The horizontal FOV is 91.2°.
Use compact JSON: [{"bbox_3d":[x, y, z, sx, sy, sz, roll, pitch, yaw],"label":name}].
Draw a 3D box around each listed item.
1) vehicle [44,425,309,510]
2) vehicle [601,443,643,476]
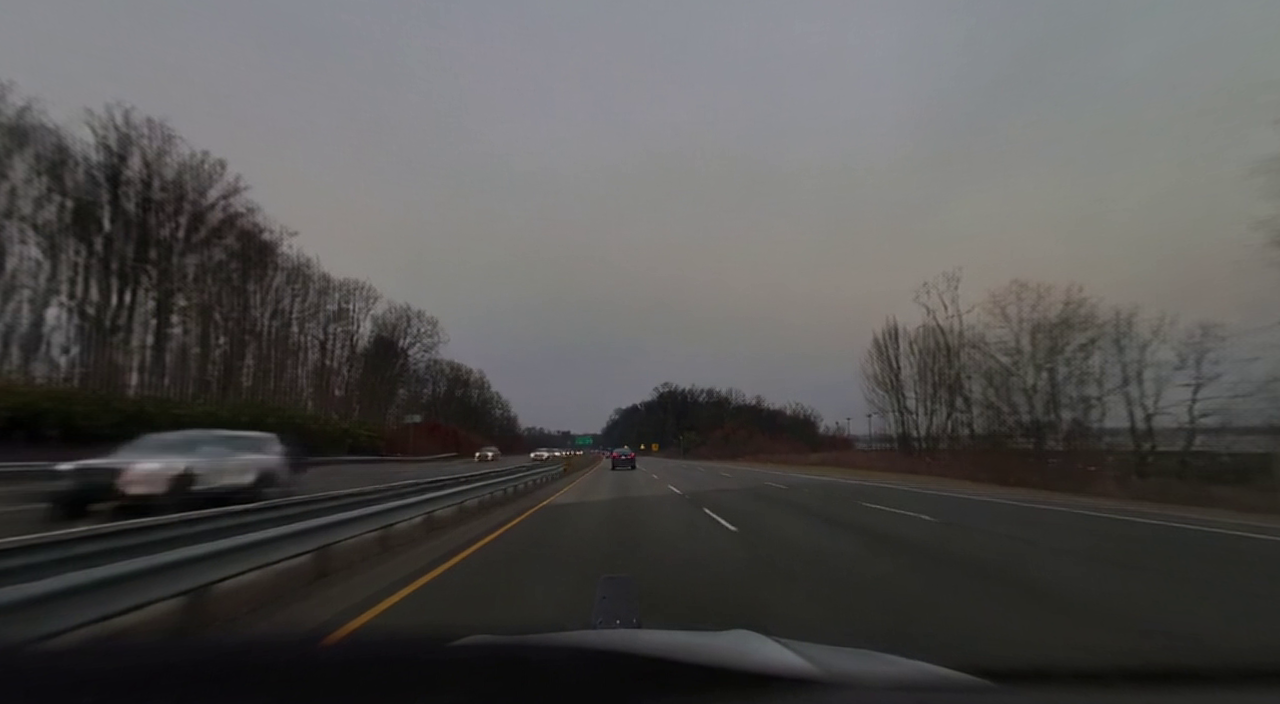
[{"bbox_3d":[-9.779,2.485,13.979,2.128,1.510,5.066,0,-9,-1],"label":"vehicle"},{"bbox_3d":[-1.017,5.974,34.996,2.151,1.693,4.201,0,-9,-2],"label":"vehicle"}]
